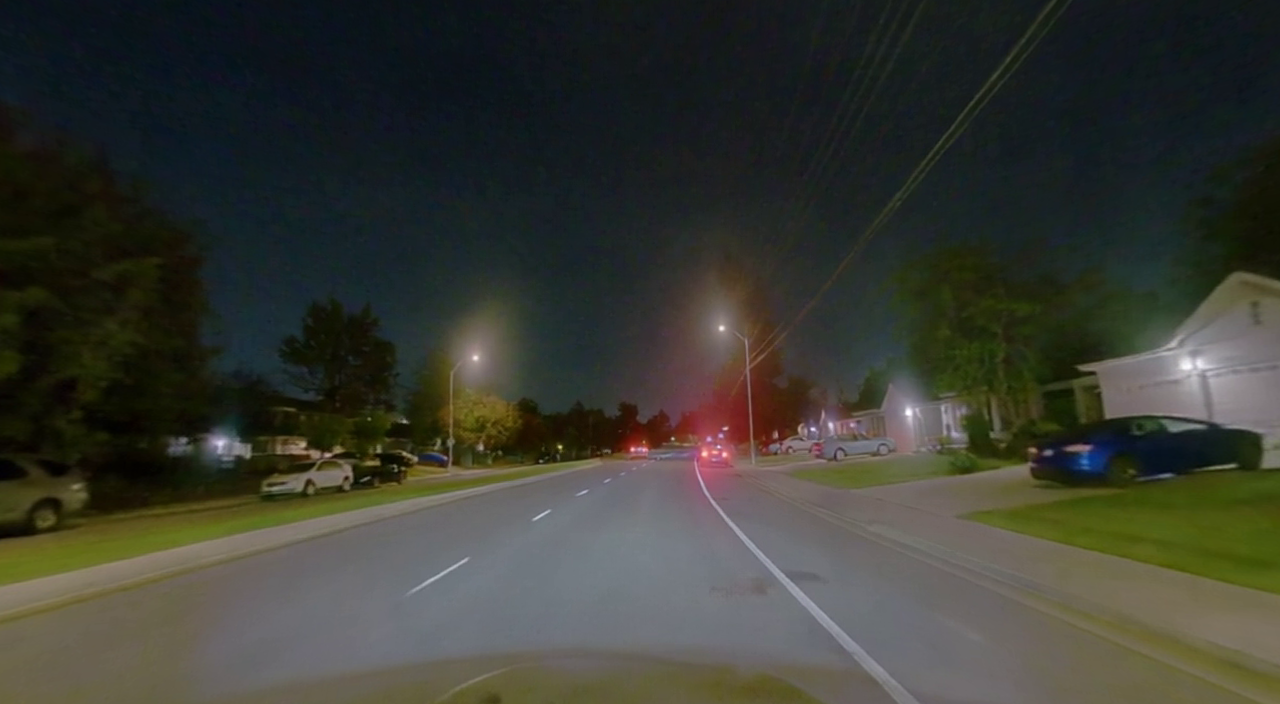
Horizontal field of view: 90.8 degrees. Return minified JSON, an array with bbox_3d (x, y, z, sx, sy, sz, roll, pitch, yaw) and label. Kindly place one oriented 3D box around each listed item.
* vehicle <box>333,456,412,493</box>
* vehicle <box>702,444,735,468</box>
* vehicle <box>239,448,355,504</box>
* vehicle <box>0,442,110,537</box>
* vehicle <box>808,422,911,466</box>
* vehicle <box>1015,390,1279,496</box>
[{"bbox_3d":[-13.171,6.018,31.390,1.695,1.423,4.371,-8,-9,4],"label":"vehicle"},{"bbox_3d":[5.158,6.836,41.835,2.016,1.477,4.207,-1,-8,5],"label":"vehicle"},{"bbox_3d":[-13.780,4.966,25.720,2.009,1.789,4.449,-8,-9,4],"label":"vehicle"},{"bbox_3d":[-14.247,2.881,12.682,2.114,1.931,5.936,-6,-8,1],"label":"vehicle"},{"bbox_3d":[11.259,4.757,32.641,4.463,1.765,1.960,-5,-8,-2],"label":"vehicle"},{"bbox_3d":[10.629,1.861,13.048,4.383,1.602,1.920,-6,-8,0],"label":"vehicle"}]
